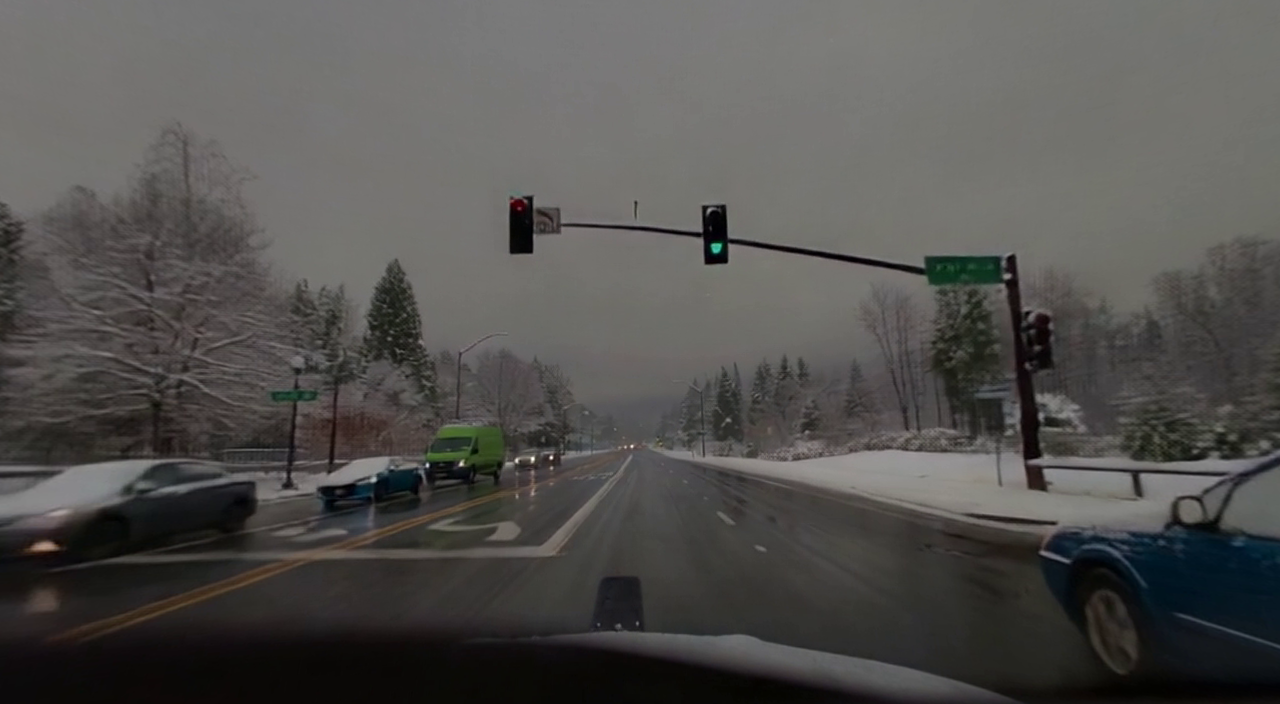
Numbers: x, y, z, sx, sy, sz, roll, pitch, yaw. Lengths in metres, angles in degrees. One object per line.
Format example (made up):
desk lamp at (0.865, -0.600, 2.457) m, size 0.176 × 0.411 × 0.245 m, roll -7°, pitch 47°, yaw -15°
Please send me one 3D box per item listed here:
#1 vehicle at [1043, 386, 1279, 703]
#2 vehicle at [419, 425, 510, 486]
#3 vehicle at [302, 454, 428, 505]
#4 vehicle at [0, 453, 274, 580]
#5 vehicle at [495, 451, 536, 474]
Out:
vehicle at (3.968, 0.834, 2.067) m, size 2.129 × 1.581 × 4.780 m, roll 0°, pitch -8°, yaw 0°
vehicle at (-8.679, 5.211, 32.193) m, size 2.617 × 2.736 × 6.621 m, roll 0°, pitch -8°, yaw 1°
vehicle at (-9.055, 4.202, 21.314) m, size 2.190 × 1.455 × 4.516 m, roll 0°, pitch -8°, yaw 0°
vehicle at (-8.122, 2.387, 10.097) m, size 1.906 × 1.468 × 4.686 m, roll 0°, pitch -8°, yaw -3°
vehicle at (-8.667, 7.700, 44.317) m, size 1.959 × 1.469 × 4.369 m, roll 0°, pitch -8°, yaw 0°
